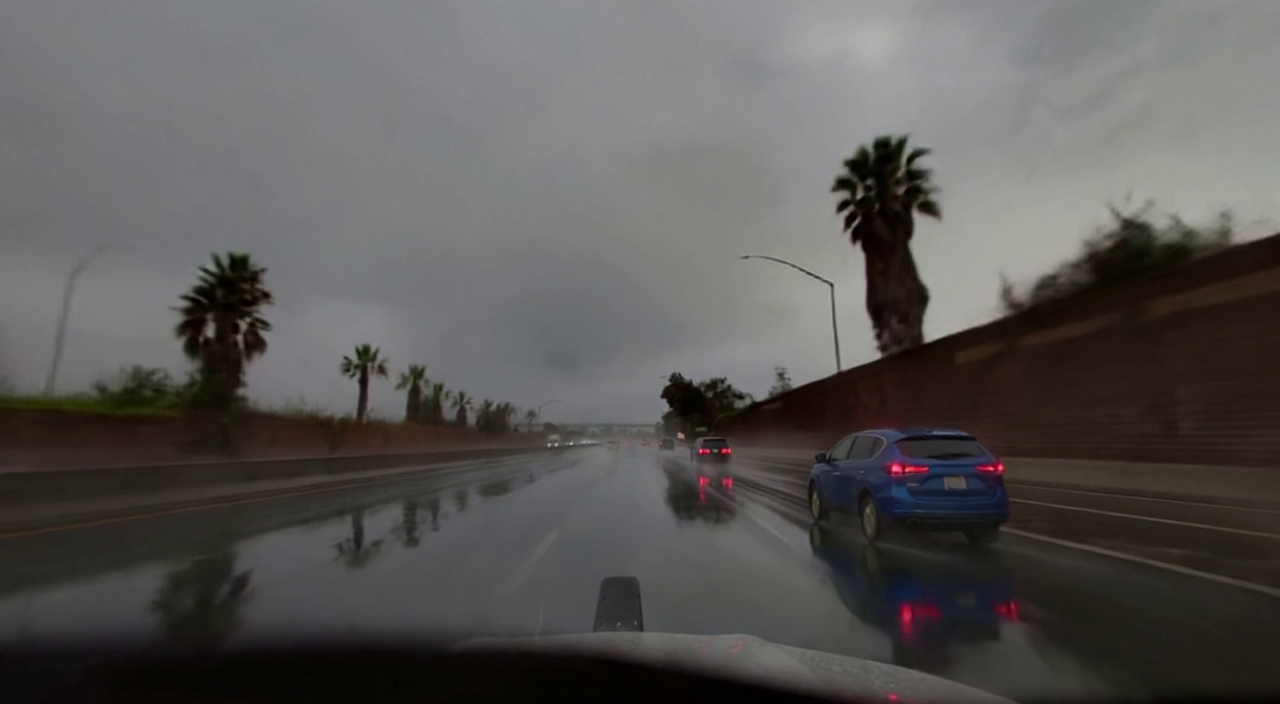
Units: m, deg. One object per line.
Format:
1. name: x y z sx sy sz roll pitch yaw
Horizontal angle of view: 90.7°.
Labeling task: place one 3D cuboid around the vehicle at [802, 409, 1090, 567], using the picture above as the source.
1. vehicle: 3.869 1.782 9.010 1.910 1.696 4.187 0 -8 -1

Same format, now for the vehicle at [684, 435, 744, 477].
1. vehicle: 3.185 4.580 28.052 2.045 1.688 4.313 0 -9 -1
